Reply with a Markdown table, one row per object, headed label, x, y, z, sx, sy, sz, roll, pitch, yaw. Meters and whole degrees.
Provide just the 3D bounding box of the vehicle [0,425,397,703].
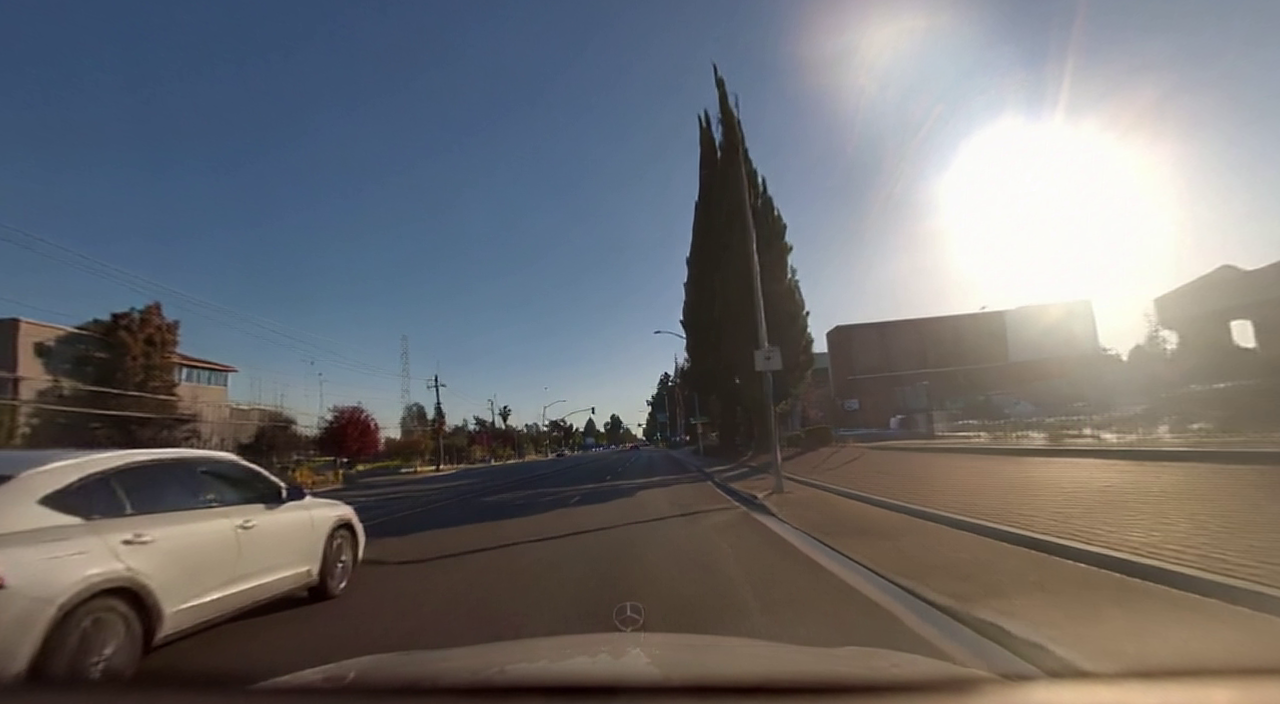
| label | x | y | z | sx | sy | sz | roll | pitch | yaw |
| --- | --- | --- | --- | --- | --- | --- | --- | --- | --- |
| vehicle | -3.516 | 1.270 | 4.049 | 1.972 | 1.490 | 4.591 | 0 | -8 | 1 |
